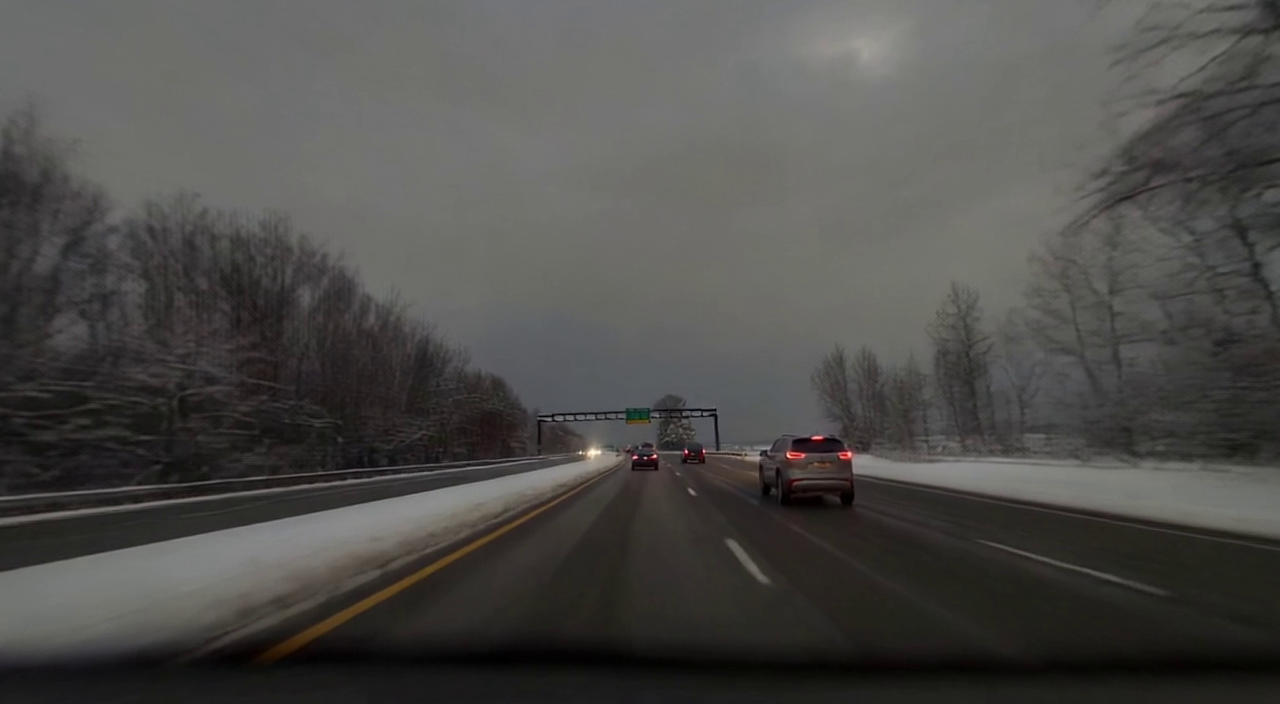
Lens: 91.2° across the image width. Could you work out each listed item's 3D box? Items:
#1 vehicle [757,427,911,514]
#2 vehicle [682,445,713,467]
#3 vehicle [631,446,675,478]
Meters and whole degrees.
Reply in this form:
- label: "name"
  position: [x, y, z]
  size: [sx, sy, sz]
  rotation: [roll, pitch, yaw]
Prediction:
- label: "vehicle"
  position: [4.317, 2.721, 14.863]
  size: [2.250, 1.718, 4.358]
  rotation: [0, -9, 0]
- label: "vehicle"
  position: [4.284, 7.815, 47.328]
  size: [1.959, 1.528, 4.207]
  rotation: [0, -9, 0]
- label: "vehicle"
  position: [0.602, 5.339, 30.682]
  size: [2.037, 1.418, 3.793]
  rotation: [0, -9, 0]
